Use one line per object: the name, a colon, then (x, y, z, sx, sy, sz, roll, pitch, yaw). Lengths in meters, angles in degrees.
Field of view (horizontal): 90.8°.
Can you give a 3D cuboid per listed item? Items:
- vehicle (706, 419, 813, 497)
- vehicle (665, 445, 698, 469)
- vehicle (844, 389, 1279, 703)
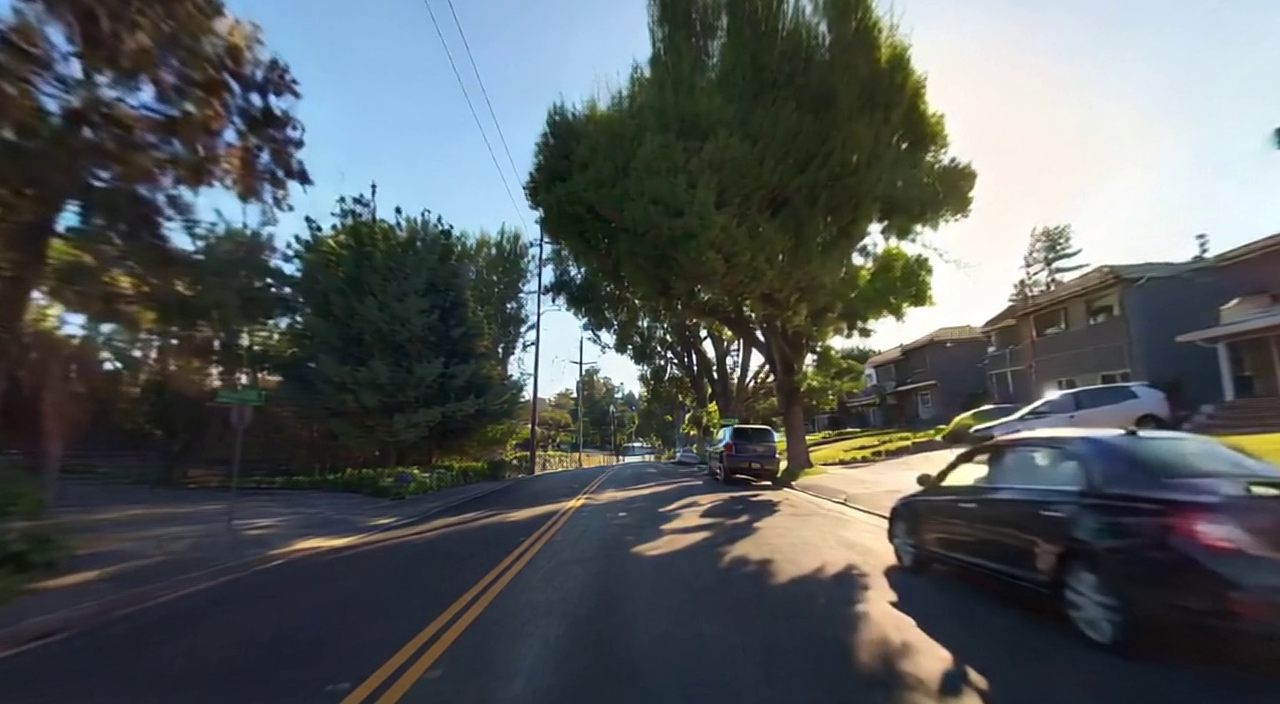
vehicle: (3.203, 2.997, 18.210, 2.020, 1.900, 5.202, 0, -9, 0)
vehicle: (3.081, 7.892, 47.529, 2.068, 1.675, 4.013, 0, -9, -2)
vehicle: (3.306, 1.202, 4.516, 1.903, 1.470, 4.915, 0, -9, -2)
